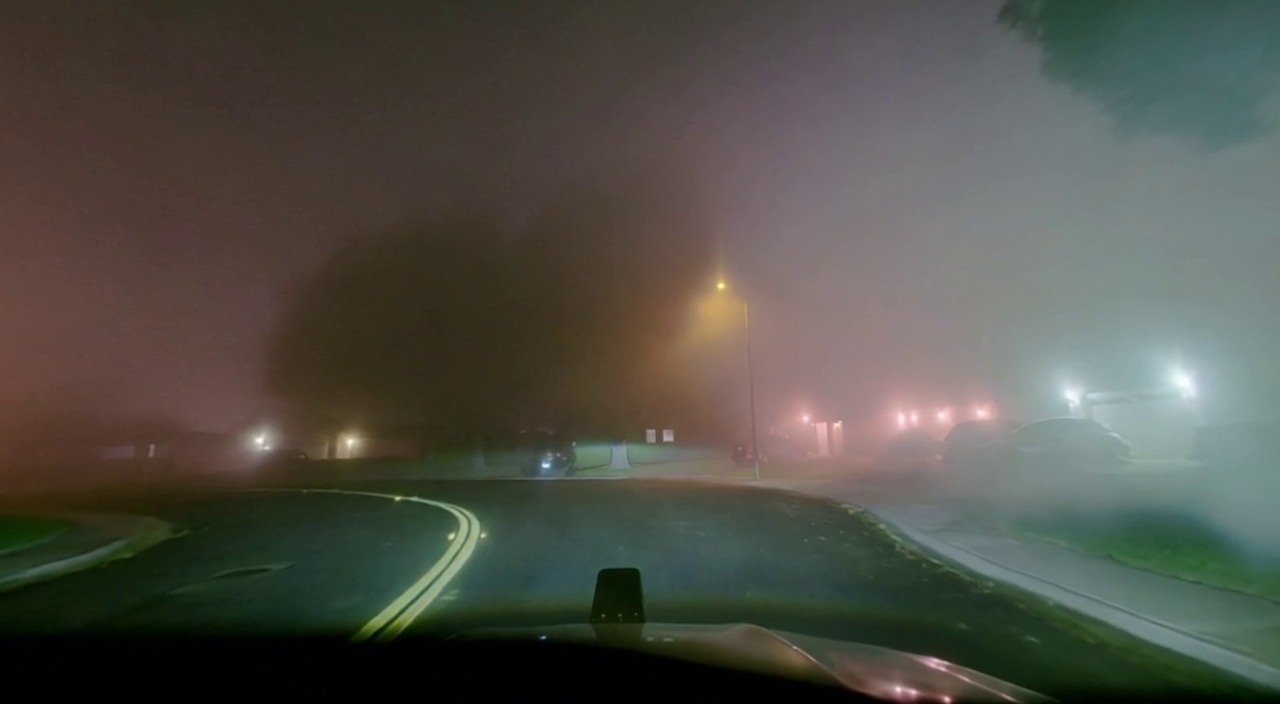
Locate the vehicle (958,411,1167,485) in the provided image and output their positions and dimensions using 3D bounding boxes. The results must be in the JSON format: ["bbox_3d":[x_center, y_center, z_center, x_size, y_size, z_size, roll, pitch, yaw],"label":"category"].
[{"bbox_3d":[11.693,2.713,17.761,4.327,1.573,1.967,-5,-10,-1],"label":"vehicle"}]

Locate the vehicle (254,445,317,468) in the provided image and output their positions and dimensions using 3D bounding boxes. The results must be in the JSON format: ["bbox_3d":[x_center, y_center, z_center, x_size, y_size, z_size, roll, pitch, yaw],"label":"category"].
[{"bbox_3d":[-24.703,7.259,44.177,1.933,1.477,4.361,0,-9,-2],"label":"vehicle"}]

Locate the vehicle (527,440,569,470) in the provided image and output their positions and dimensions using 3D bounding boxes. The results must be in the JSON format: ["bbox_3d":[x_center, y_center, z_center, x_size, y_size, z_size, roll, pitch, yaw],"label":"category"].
[{"bbox_3d":[-5.574,6.278,38.832,1.819,1.442,4.329,0,-4,2],"label":"vehicle"}]

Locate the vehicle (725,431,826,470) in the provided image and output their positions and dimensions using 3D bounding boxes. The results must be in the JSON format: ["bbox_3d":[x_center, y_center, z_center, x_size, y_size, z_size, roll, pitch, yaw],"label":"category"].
[{"bbox_3d":[6.916,4.958,32.126,4.799,1.451,2.144,-1,-7,-32],"label":"vehicle"}]

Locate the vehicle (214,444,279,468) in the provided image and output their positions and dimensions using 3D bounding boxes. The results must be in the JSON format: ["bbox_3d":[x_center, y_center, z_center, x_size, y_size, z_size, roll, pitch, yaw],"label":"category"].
[{"bbox_3d":[-27.357,7.235,44.131,2.042,1.633,4.132,0,-9,-3],"label":"vehicle"}]
